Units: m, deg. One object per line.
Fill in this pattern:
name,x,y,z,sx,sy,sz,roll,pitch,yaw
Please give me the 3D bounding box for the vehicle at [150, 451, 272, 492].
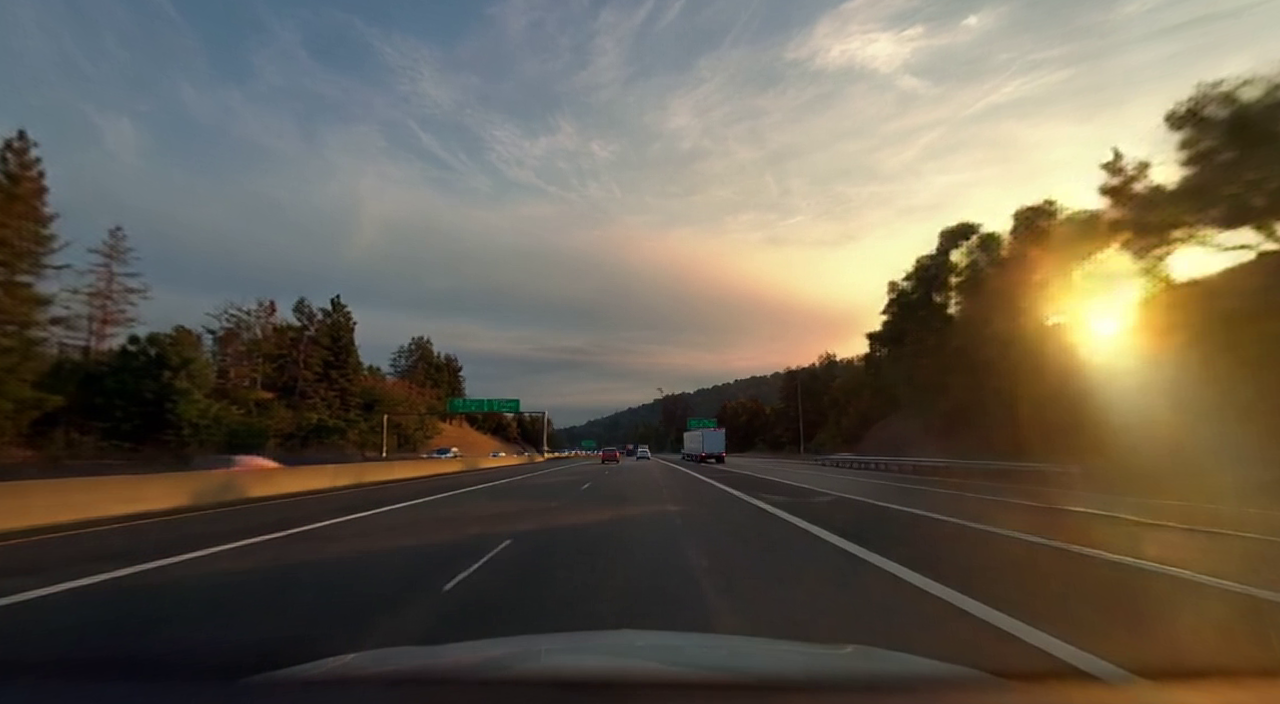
vehicle,-16.228,4.494,24.148,1.799,1.408,4.076,0,-9,0
